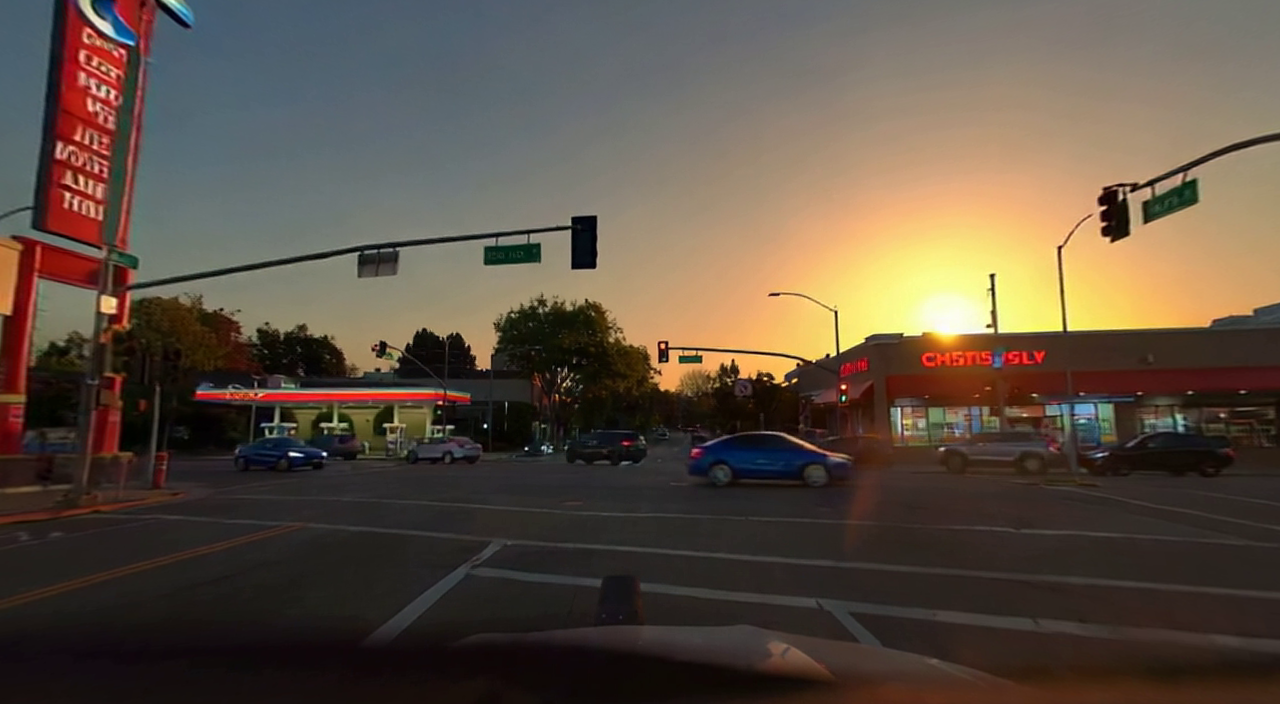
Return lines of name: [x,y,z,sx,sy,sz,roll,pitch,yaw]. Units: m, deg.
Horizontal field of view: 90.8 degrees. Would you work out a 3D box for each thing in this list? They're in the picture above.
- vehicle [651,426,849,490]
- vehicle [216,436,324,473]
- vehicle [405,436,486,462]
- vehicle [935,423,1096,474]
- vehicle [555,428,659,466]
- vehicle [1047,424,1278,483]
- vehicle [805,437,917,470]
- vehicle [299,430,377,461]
vehicle: [2.863,2.802,16.804,4.806,1.482,1.862,-5,-10,28]
vehicle: [-16.145,4.449,27.502,4.670,1.458,1.959,-6,-10,30]
vehicle: [-11.889,5.945,38.602,4.801,1.466,1.830,-5,-10,27]
vehicle: [12.984,3.402,22.257,4.568,1.643,1.911,-4,-9,24]
vehicle: [-1.574,4.458,29.620,4.562,1.676,1.819,-5,-10,26]
vehicle: [14.721,2.917,18.245,4.681,1.495,2.096,-5,-10,26]
vehicle: [10.757,4.973,31.007,4.792,1.467,1.831,-8,-12,42]
vehicle: [-18.071,5.628,37.744,4.311,1.742,1.864,-5,-10,26]
